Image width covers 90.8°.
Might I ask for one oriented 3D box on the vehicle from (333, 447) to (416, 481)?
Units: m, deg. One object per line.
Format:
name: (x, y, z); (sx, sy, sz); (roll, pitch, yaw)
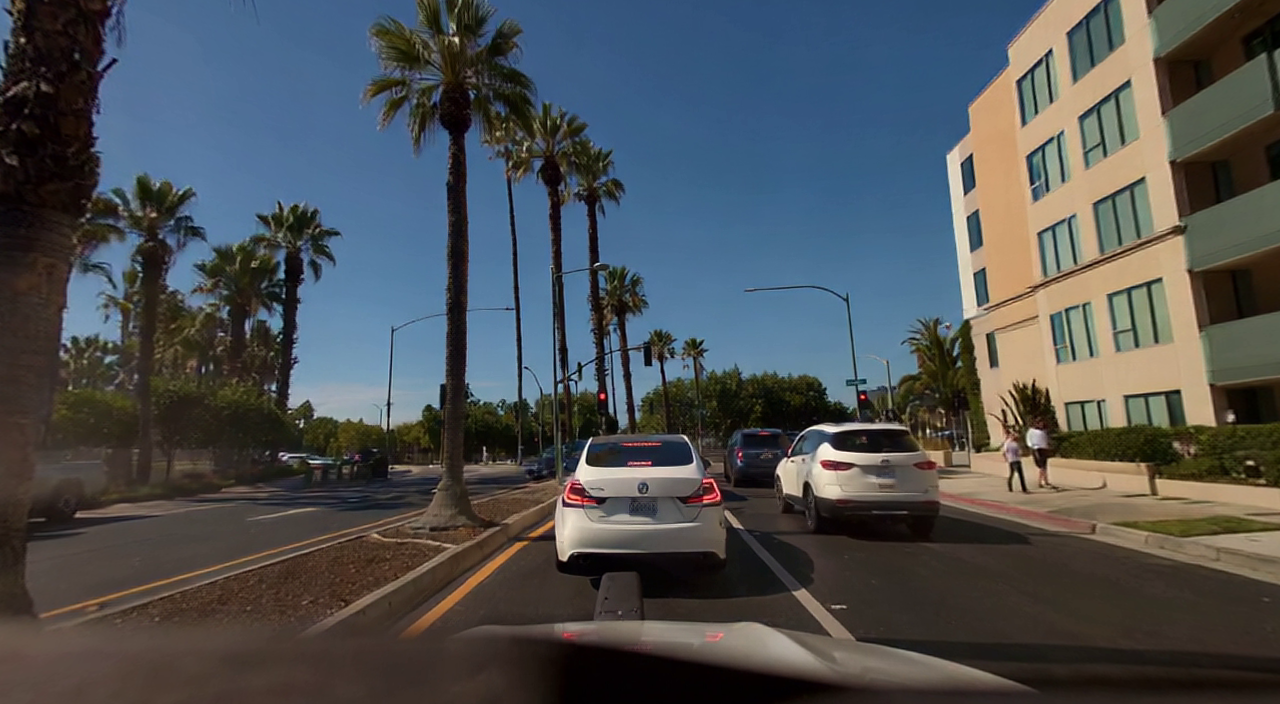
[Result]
vehicle: (-13.176, 5.566, 31.723); (1.965, 1.507, 4.725); (-1, -8, 2)

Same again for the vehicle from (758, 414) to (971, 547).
vehicle: (3.374, 2.020, 10.564); (2.003, 1.733, 4.319); (0, -8, 1)

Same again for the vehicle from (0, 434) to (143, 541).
vehicle: (-13.057, 2.718, 12.293); (2.240, 1.964, 5.707); (-6, -8, 0)

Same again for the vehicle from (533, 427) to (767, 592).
vehicle: (0.133, 1.714, 7.715); (2.088, 1.452, 3.993); (0, -8, 1)
